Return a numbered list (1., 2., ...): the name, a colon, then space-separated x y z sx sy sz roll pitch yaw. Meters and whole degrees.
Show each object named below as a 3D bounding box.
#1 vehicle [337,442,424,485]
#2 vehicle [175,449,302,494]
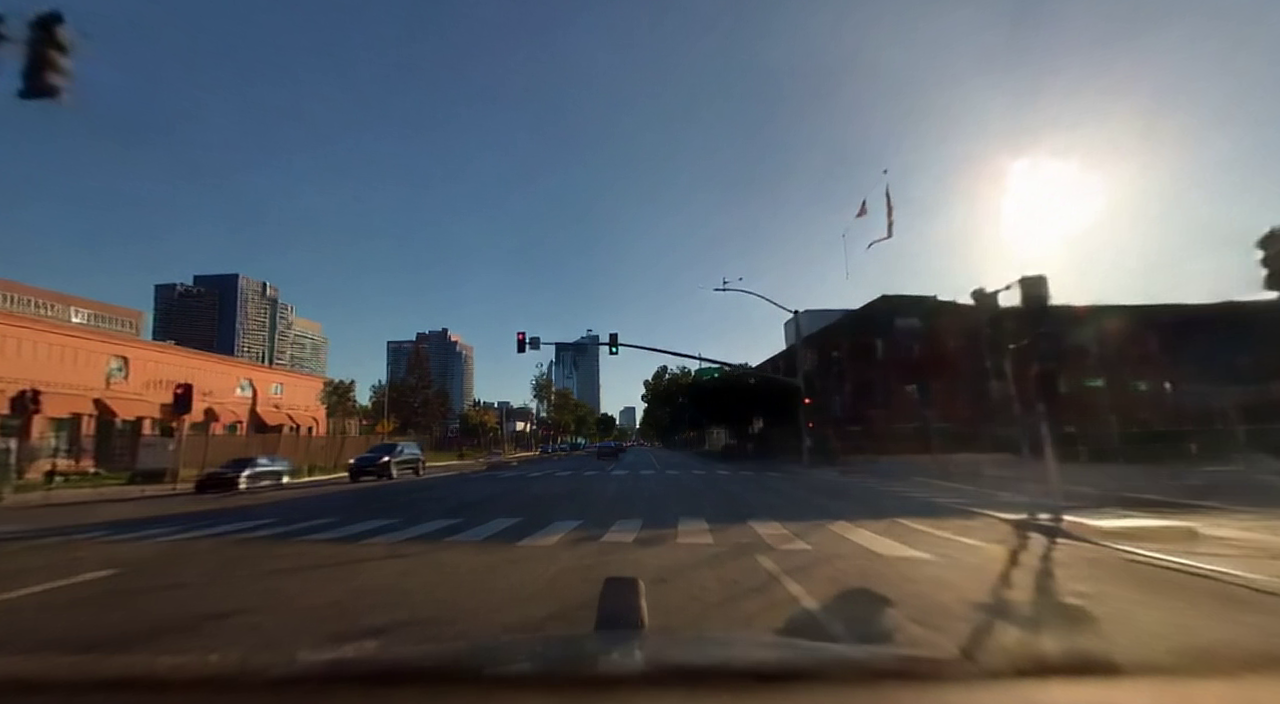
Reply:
1. vehicle: -11.038 4.746 27.241 1.893 1.654 4.127 -1 -9 2
2. vehicle: -14.739 4.365 23.515 1.847 1.453 4.286 0 -9 1
